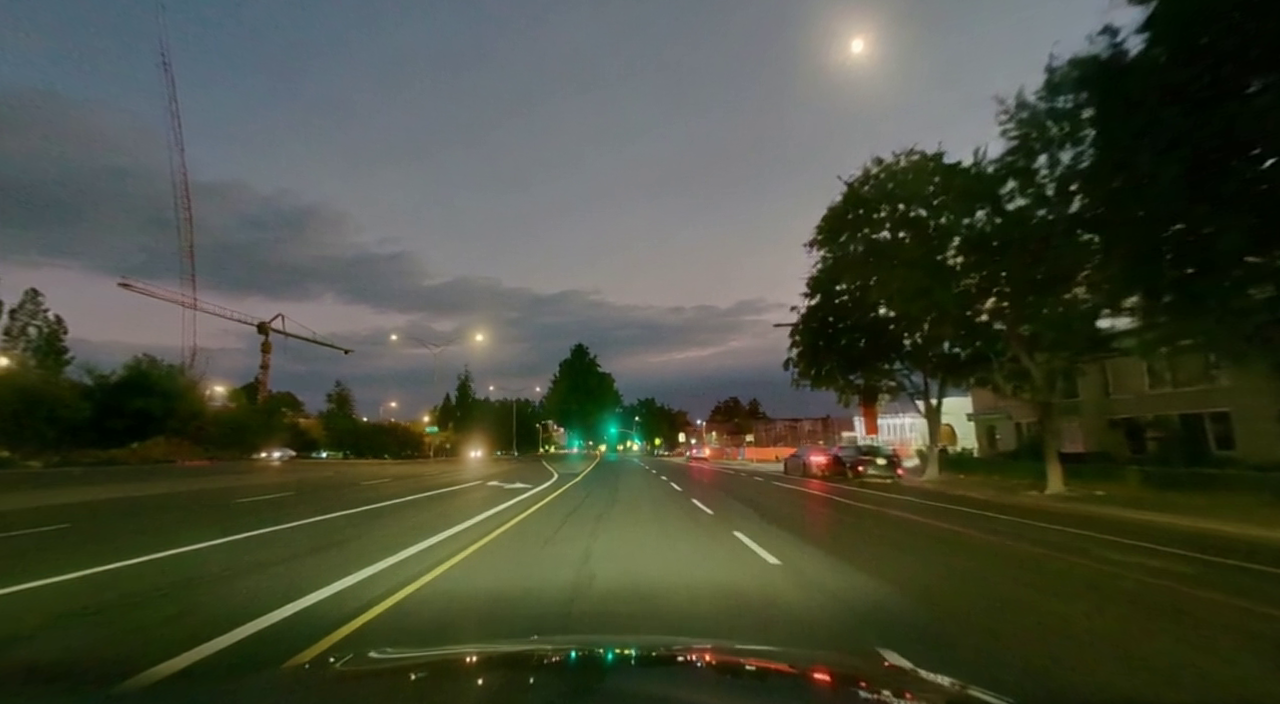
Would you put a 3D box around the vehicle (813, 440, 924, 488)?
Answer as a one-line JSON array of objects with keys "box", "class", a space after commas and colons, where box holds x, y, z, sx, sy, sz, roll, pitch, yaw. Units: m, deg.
[{"box": [7.764, 3.824, 22.056, 1.946, 1.472, 4.753, 0, -8, -3], "class": "vehicle"}]
